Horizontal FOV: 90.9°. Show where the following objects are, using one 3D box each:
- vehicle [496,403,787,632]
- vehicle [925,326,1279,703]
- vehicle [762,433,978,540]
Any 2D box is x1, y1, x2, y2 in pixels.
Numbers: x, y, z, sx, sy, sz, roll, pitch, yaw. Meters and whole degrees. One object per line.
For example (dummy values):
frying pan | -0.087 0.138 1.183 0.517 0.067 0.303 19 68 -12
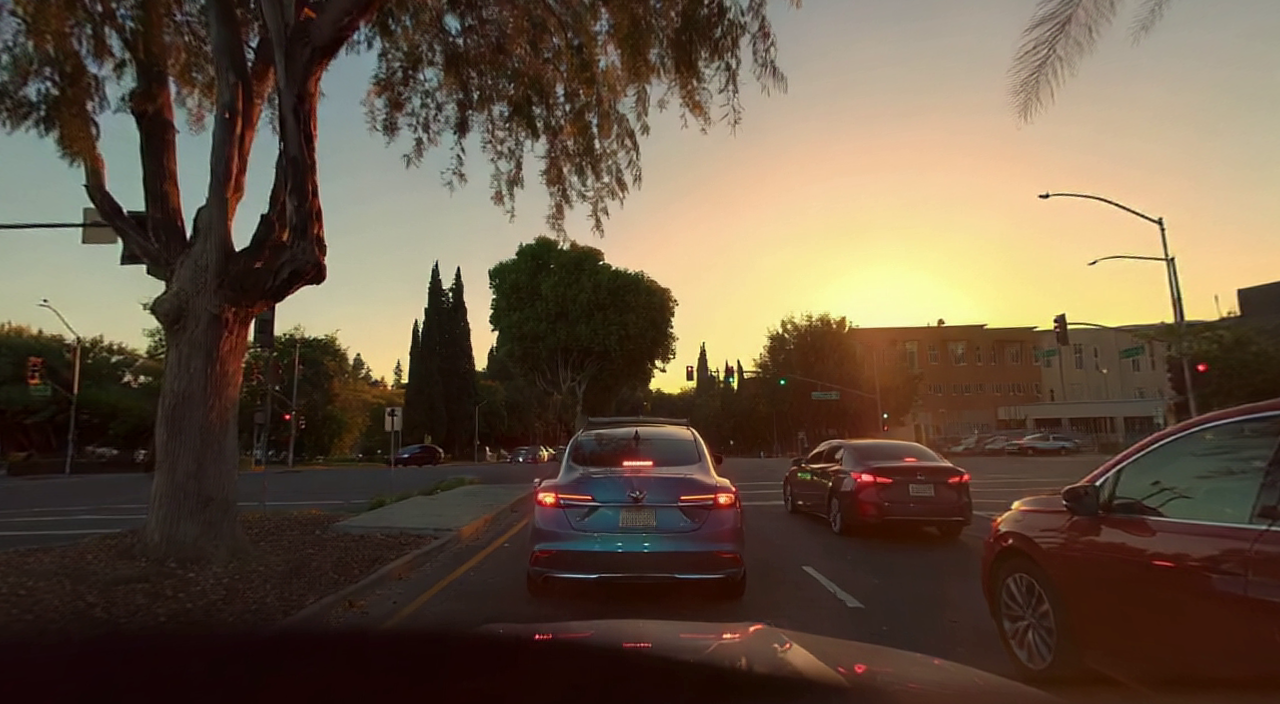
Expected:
vehicle | -0.001 1.476 6.498 2.074 1.631 3.793 0 -9 0
vehicle | 3.740 0.934 3.422 2.162 1.829 4.519 0 -9 -1
vehicle | 3.709 2.259 11.294 2.054 1.482 4.654 0 -9 -1
